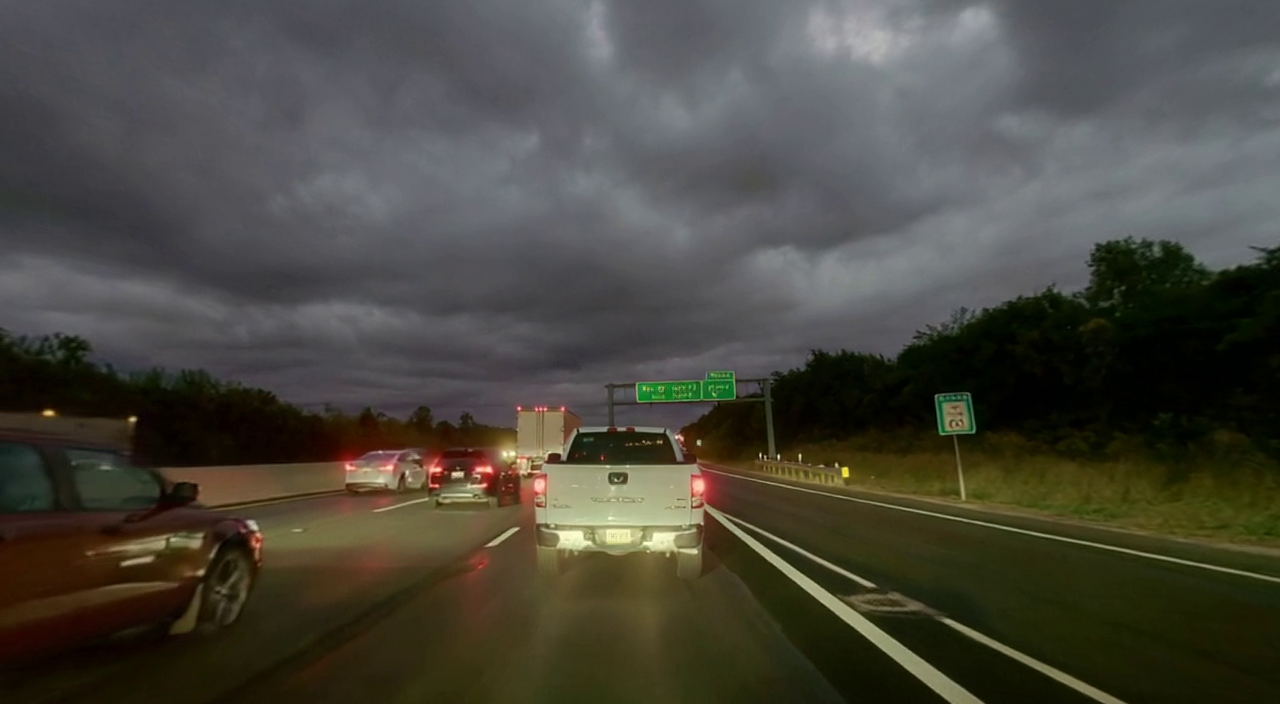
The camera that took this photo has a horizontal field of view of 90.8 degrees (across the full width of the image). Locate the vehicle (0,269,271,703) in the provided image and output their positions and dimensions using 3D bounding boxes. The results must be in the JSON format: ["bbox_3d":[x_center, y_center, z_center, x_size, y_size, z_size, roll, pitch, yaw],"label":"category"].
[{"bbox_3d":[-3.923,0.656,2.462,2.055,2.144,4.782,0,-9,-1],"label":"vehicle"}]

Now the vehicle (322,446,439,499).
[{"bbox_3d":[-8.227,3.840,20.548,1.874,1.470,4.576,0,-9,0],"label":"vehicle"}]

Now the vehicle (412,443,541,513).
[{"bbox_3d":[-3.888,3.071,15.887,1.986,1.501,4.407,-1,-9,1],"label":"vehicle"}]

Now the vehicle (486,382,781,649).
[{"bbox_3d":[-0.081,1.368,6.073,1.995,1.798,3.380,0,-9,-1],"label":"vehicle"}]
